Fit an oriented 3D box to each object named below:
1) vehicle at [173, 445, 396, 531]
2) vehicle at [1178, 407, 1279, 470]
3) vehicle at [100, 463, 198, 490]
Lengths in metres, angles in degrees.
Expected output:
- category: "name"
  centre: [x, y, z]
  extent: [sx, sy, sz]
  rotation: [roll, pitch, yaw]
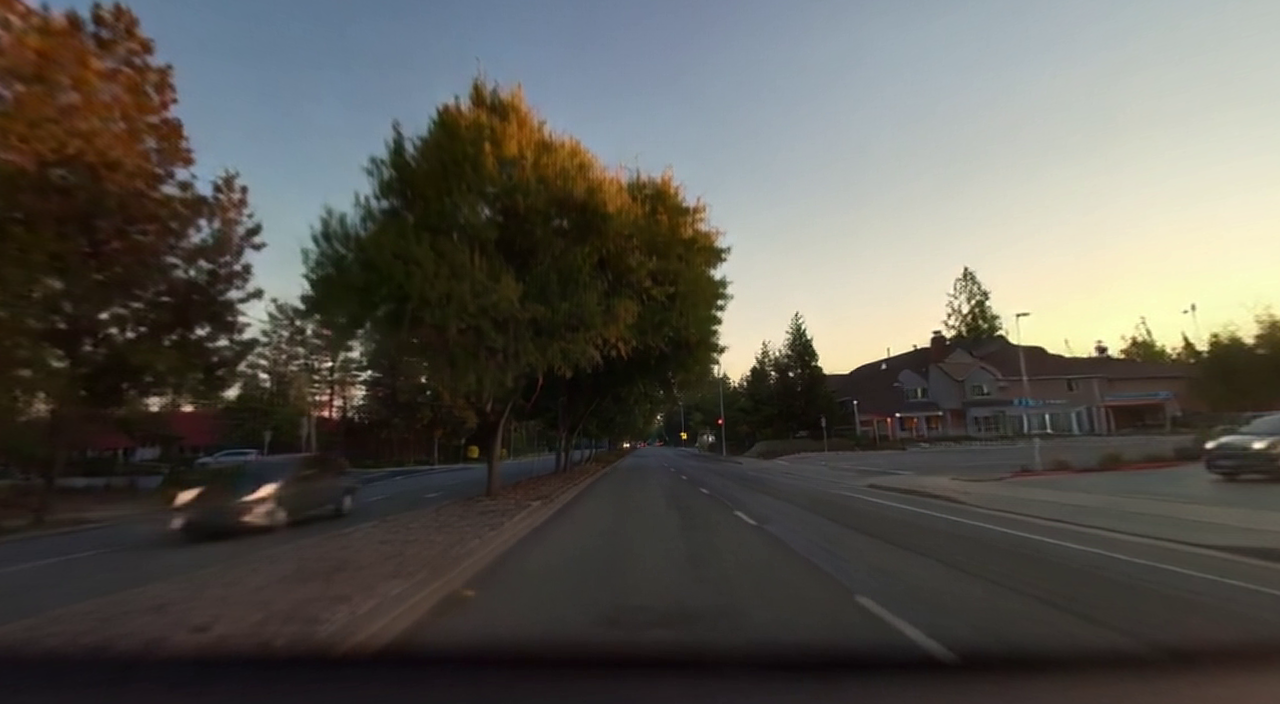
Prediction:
- category: "vehicle"
  centre: [-7.190, 2.749, 13.499]
  extent: [2.079, 1.489, 4.515]
  rotation: [0, -8, 1]
- category: "vehicle"
  centre: [16.541, 2.143, 15.696]
  extent: [4.506, 1.461, 1.955]
  rotation: [0, -8, -1]
- category: "vehicle"
  centre: [-29.028, 7.362, 37.449]
  extent: [4.279, 1.437, 1.872]
  rotation: [-1, -8, 3]
